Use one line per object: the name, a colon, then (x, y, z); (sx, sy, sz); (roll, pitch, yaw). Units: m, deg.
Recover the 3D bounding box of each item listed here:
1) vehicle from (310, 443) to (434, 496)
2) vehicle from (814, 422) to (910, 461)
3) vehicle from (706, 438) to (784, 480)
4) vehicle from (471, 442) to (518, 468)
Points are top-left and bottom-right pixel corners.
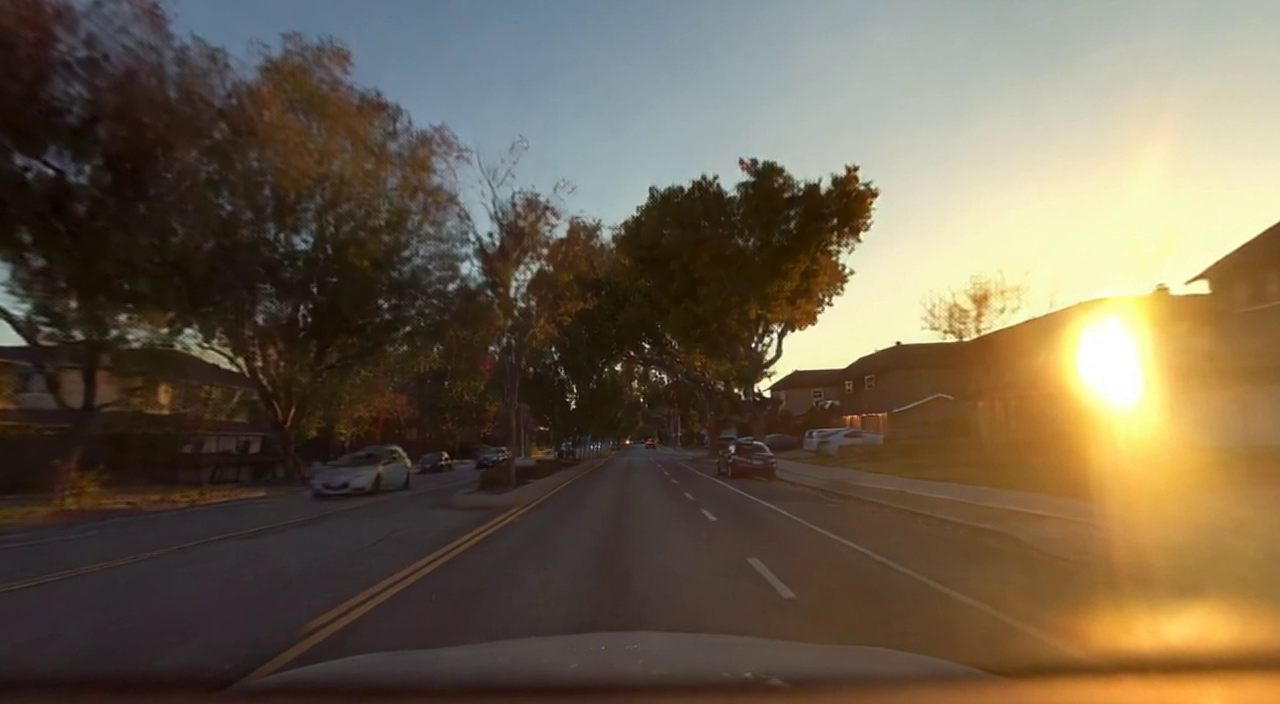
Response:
vehicle: (-8.472, 3.724, 20.529); (1.986, 1.442, 4.602); (-1, -8, 0)
vehicle: (11.071, 4.484, 31.690); (3.999, 1.599, 1.819); (-5, -8, 0)
vehicle: (3.956, 4.113, 24.698); (1.946, 1.431, 4.695); (0, -8, -4)
vehicle: (-8.947, 6.357, 39.200); (1.871, 1.484, 4.383); (-1, -8, 0)
